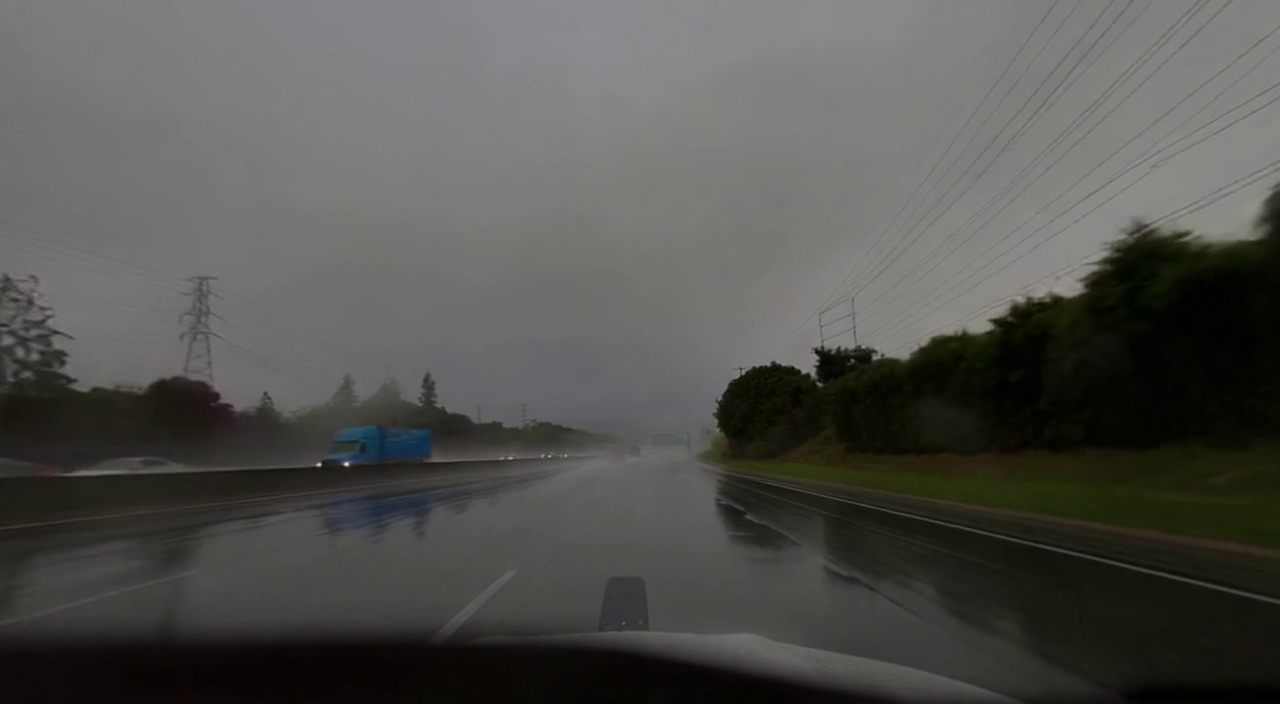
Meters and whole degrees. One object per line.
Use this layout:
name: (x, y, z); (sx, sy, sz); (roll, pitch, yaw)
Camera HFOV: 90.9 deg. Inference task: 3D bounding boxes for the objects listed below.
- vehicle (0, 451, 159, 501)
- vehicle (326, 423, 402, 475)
vehicle: (-18.923, 4.112, 21.321); (1.853, 1.503, 4.223); (0, -9, 1)
vehicle: (-21.660, 7.698, 49.885); (2.923, 3.816, 6.441); (0, -9, 1)
